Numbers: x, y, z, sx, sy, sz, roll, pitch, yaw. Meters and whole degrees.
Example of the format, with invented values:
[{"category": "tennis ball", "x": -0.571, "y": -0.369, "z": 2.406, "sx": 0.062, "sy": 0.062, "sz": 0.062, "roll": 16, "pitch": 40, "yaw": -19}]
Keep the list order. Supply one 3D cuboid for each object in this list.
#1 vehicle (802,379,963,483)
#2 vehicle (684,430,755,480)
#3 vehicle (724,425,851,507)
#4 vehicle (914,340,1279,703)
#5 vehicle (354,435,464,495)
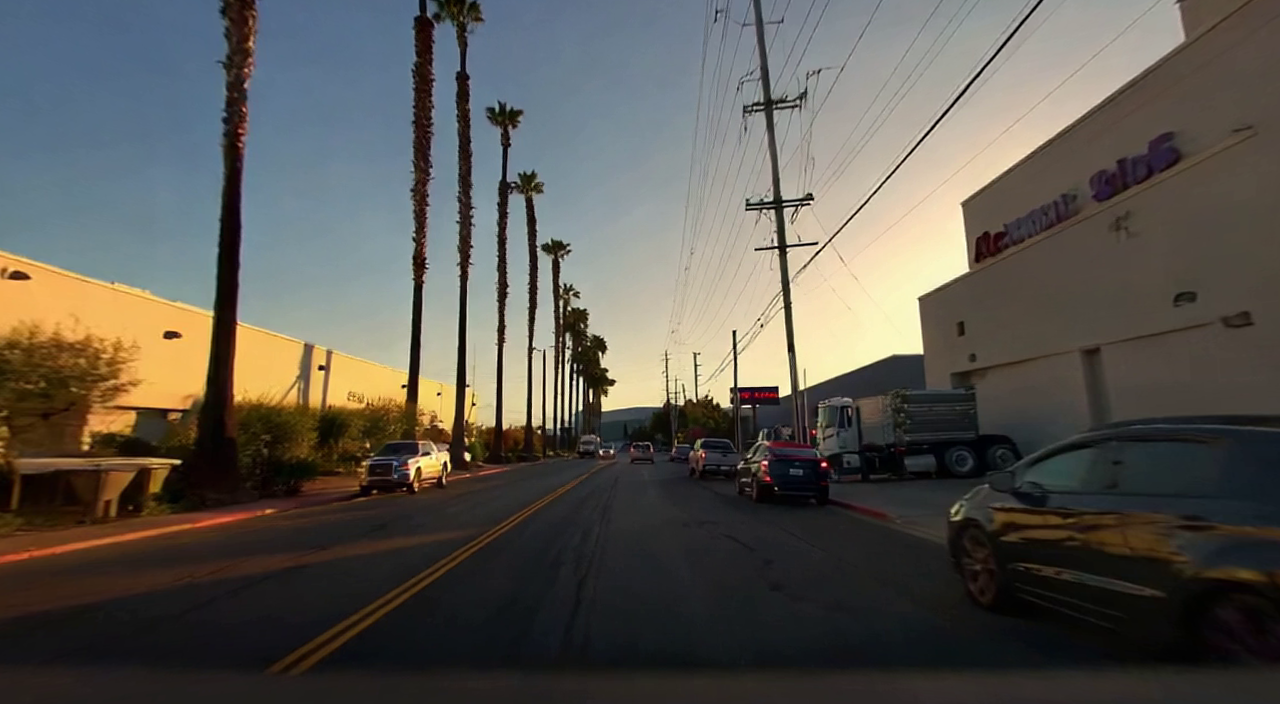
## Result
[{"category": "vehicle", "x": 7.988, "y": 2.827, "z": 21.987, "sx": 2.993, "sy": 3.033, "sz": 6.781, "roll": 0, "pitch": -9, "yaw": 1}, {"category": "vehicle", "x": 3.403, "y": 4.603, "z": 28.459, "sx": 2.345, "sy": 1.969, "sz": 6.070, "roll": 0, "pitch": -9, "yaw": -1}, {"category": "vehicle", "x": 3.629, "y": 2.917, "z": 16.604, "sx": 2.098, "sy": 1.816, "sz": 4.709, "roll": 0, "pitch": -9, "yaw": -1}, {"category": "vehicle", "x": 3.661, "y": 0.964, "z": 3.318, "sx": 2.069, "sy": 1.784, "sz": 5.384, "roll": 0, "pitch": -9, "yaw": 1}, {"category": "vehicle", "x": -8.187, "y": 4.056, "z": 23.074, "sx": 2.105, "sy": 1.836, "sz": 5.338, "roll": -2, "pitch": -9, "yaw": -1}]
